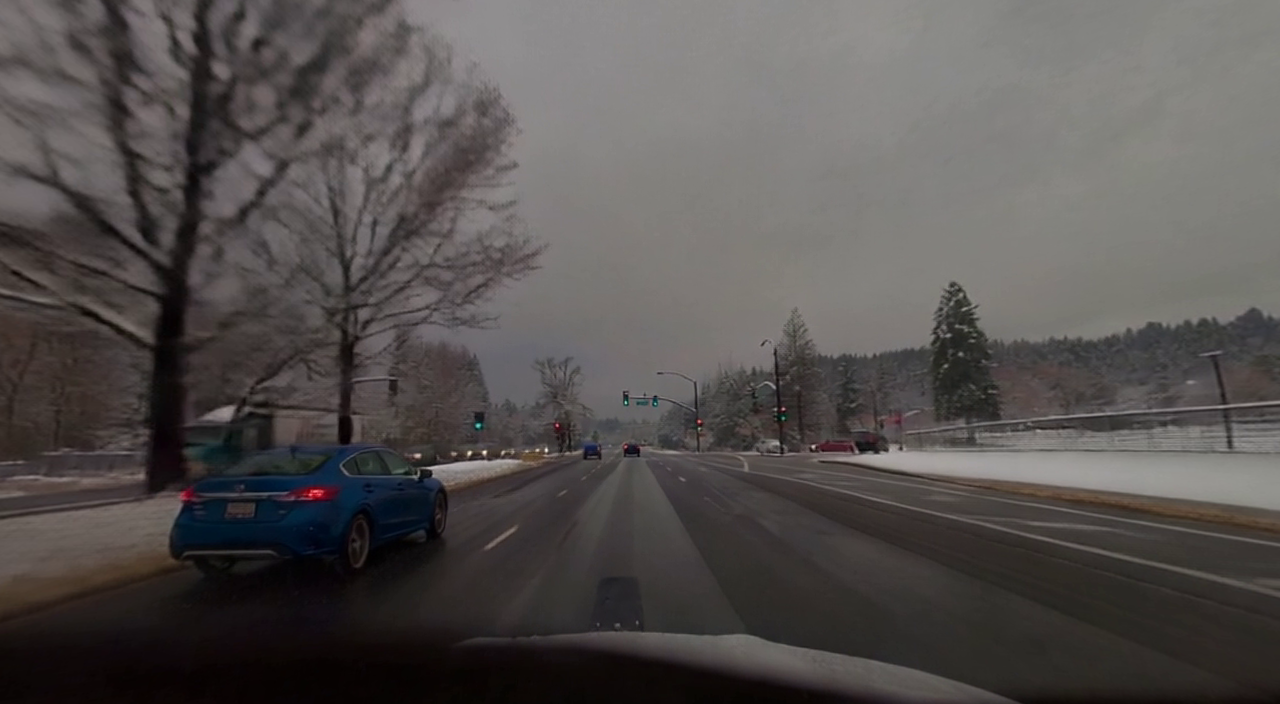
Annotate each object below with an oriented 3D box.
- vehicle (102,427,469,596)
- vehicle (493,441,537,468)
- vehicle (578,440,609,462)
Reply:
[{"bbox_3d":[-3.624,1.691,7.638,1.905,1.418,4.396,0,-9,0],"label":"vehicle"},{"bbox_3d":[-7.851,6.466,39.986,1.964,1.627,4.147,0,-9,0],"label":"vehicle"},{"bbox_3d":[-3.581,7.714,49.238,2.103,1.592,4.160,0,-9,0],"label":"vehicle"}]
